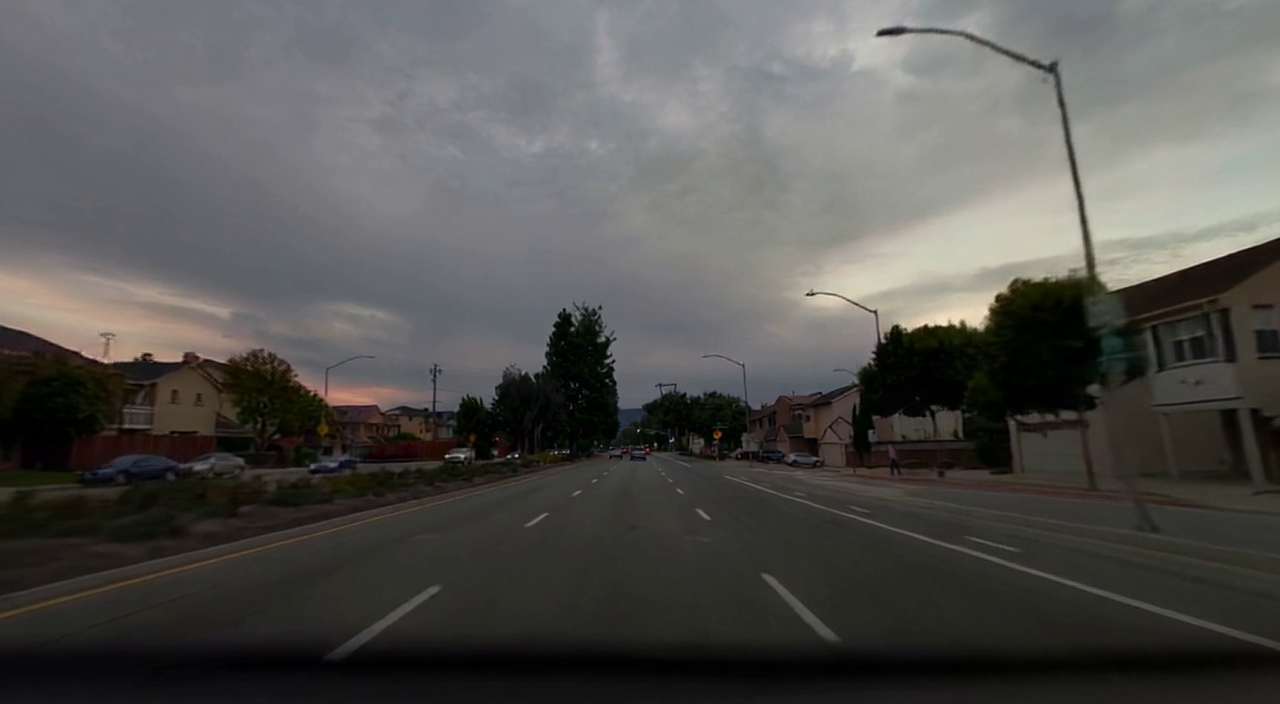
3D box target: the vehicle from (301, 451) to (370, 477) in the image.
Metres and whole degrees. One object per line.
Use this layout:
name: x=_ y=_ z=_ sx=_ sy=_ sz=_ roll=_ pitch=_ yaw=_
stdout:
vehicle: x=-18.901 y=6.947 z=39.413 sx=1.892 sy=1.474 sz=4.723 roll=0 pitch=-9 yaw=1

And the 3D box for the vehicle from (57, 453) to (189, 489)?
vehicle: x=-24.612 y=5.631 z=30.370 sx=1.916 sy=1.524 sz=4.993 roll=-1 pitch=-9 yaw=3

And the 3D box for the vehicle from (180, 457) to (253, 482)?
vehicle: x=-24.879 y=6.883 z=37.272 sx=1.637 sy=1.298 sz=3.878 roll=0 pitch=-9 yaw=0
